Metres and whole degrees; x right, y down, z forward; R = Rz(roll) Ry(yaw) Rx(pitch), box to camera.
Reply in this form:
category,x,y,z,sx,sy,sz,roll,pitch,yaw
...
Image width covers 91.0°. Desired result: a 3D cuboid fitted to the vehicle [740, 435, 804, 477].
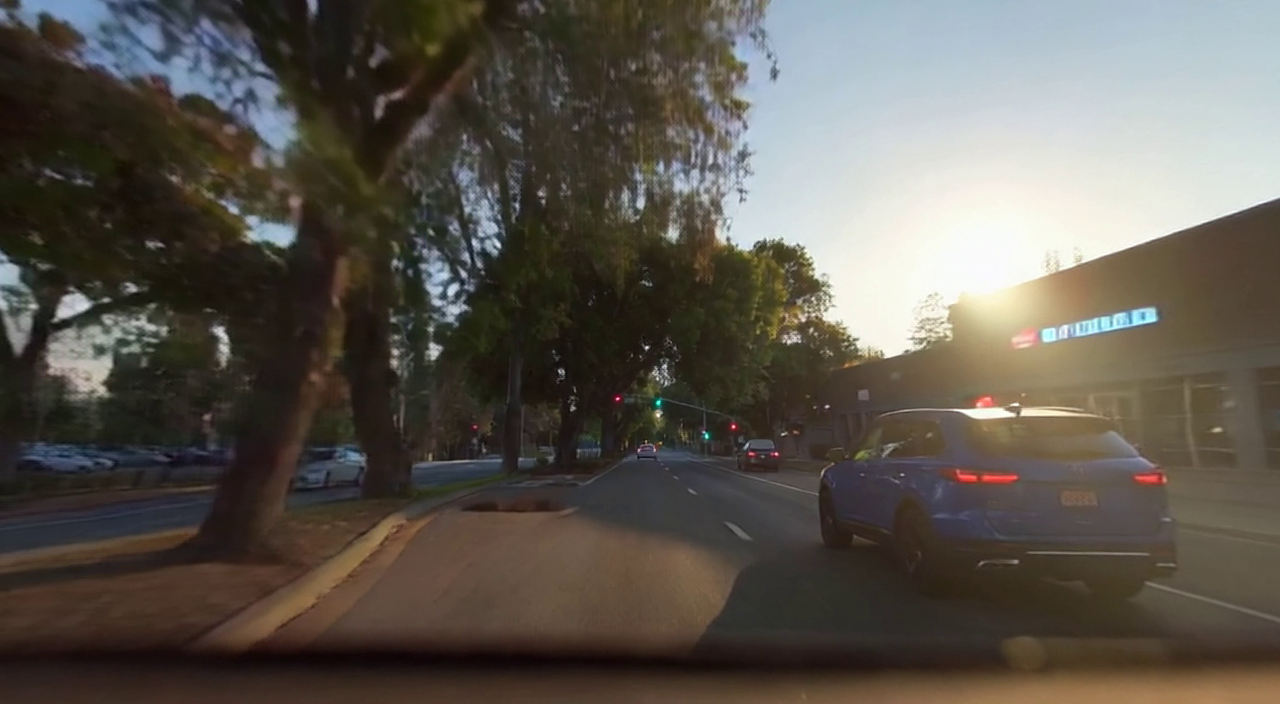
category,x,y,z,sx,sy,sz,roll,pitch,yaw
vehicle,6.204,4.951,30.282,2.085,1.828,5.383,0,-8,2

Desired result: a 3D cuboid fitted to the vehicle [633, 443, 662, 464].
category,x,y,z,sx,sy,sz,roll,pitch,yaw
vehicle,0.625,7.789,48.527,2.131,1.474,4.146,0,-8,1

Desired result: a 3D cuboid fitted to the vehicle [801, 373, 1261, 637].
category,x,y,z,sx,sy,sz,roll,pitch,yaw
vehicle,3.345,1.392,6.719,2.033,1.865,4.360,0,-8,-1

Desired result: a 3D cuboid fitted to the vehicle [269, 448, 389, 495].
category,x,y,z,sx,sy,sz,roll,pitch,yaw
vehicle,-11.264,4.317,23.267,1.955,1.507,4.750,0,-8,1
